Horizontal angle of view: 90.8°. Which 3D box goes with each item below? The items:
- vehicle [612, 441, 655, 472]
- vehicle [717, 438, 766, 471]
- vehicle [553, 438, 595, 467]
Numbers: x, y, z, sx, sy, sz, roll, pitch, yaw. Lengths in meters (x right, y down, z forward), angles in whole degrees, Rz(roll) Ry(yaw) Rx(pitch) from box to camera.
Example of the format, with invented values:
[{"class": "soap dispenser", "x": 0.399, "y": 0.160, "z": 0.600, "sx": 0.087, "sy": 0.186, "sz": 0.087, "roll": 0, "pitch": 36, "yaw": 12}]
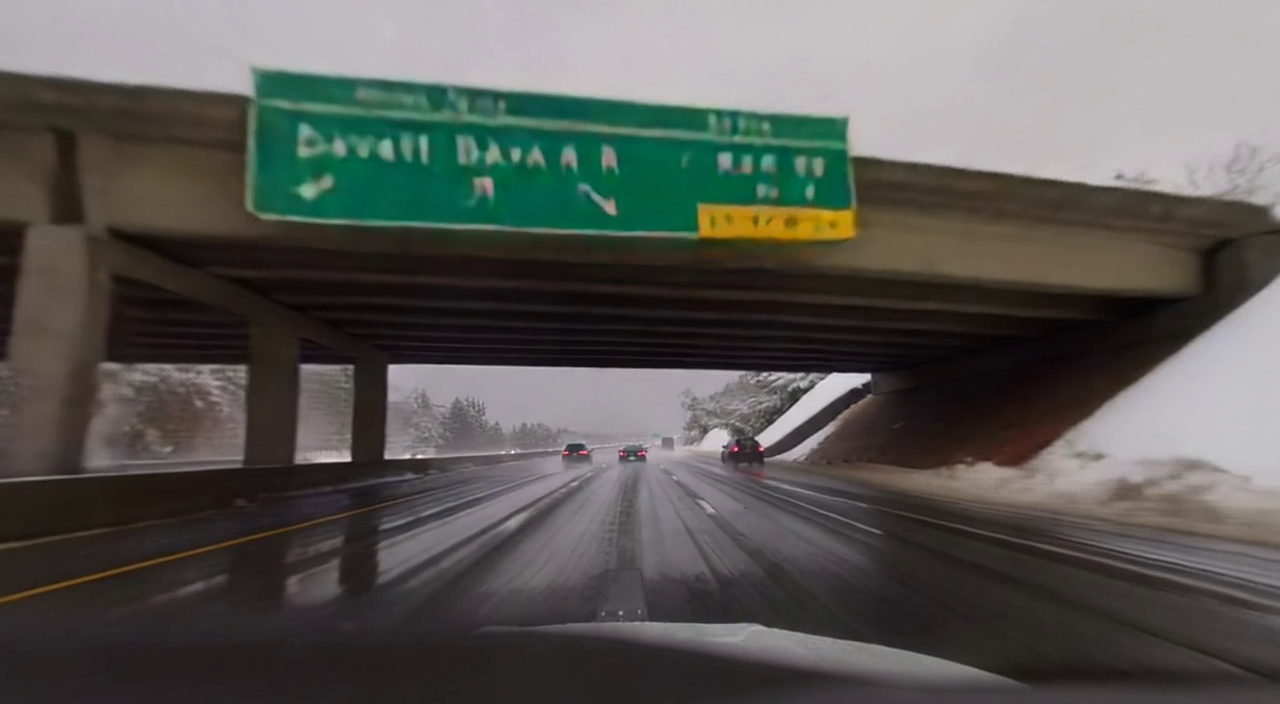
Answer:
[{"class": "vehicle", "x": -0.310, "y": 5.331, "z": 32.436, "sx": 2.075, "sy": 1.486, "sz": 4.007, "roll": 0, "pitch": -8, "yaw": 0}, {"class": "vehicle", "x": 5.371, "y": 5.467, "z": 33.903, "sx": 1.936, "sy": 1.625, "sz": 3.991, "roll": 0, "pitch": -8, "yaw": 0}, {"class": "vehicle", "x": -4.163, "y": 6.401, "z": 40.453, "sx": 2.113, "sy": 1.756, "sz": 4.471, "roll": 0, "pitch": -9, "yaw": 1}]
